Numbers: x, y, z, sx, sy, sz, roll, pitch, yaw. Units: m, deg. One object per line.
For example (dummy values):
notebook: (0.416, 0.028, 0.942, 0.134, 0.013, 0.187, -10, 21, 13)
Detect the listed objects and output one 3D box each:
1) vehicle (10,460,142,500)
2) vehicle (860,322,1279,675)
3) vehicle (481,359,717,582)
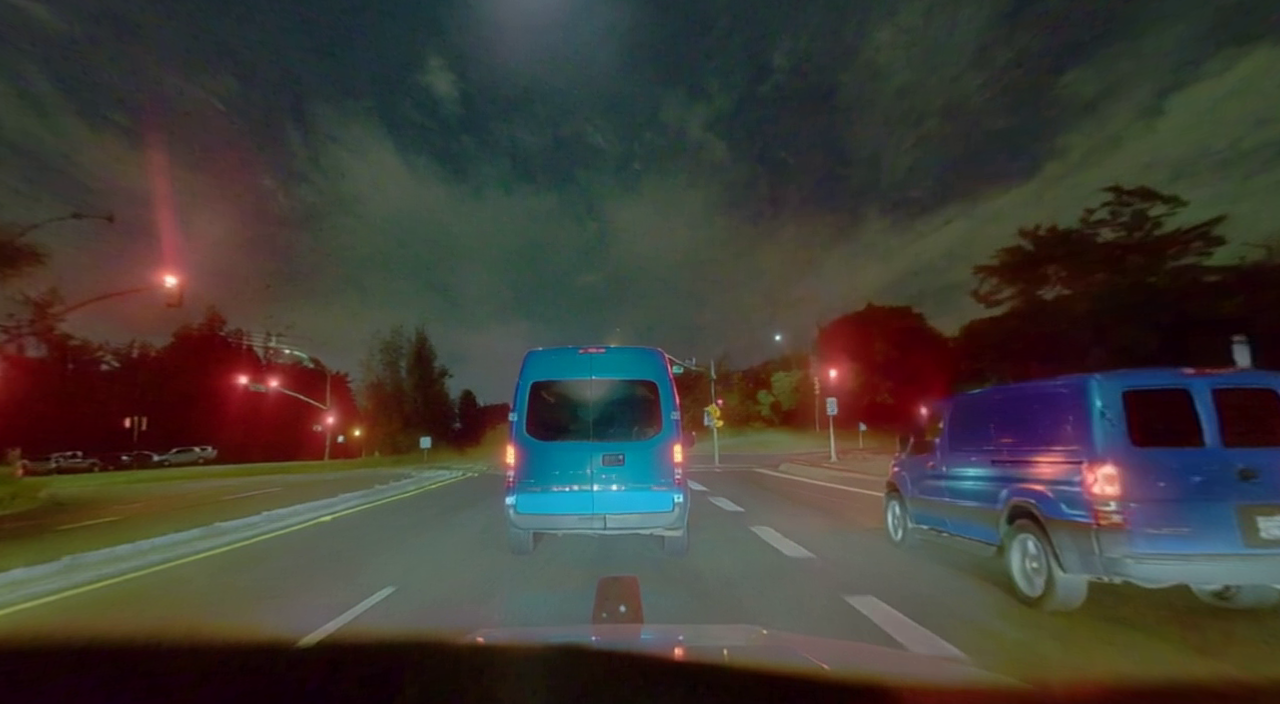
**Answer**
vehicle: (-27.030, 6.082, 30.351, 4.857, 1.729, 2.029, -2, -9, 11)
vehicle: (3.629, 1.053, 5.406, 1.988, 1.873, 3.968, 0, -9, -1)
vehicle: (-0.340, 1.398, 8.028, 2.145, 2.046, 4.309, 0, -9, 1)
